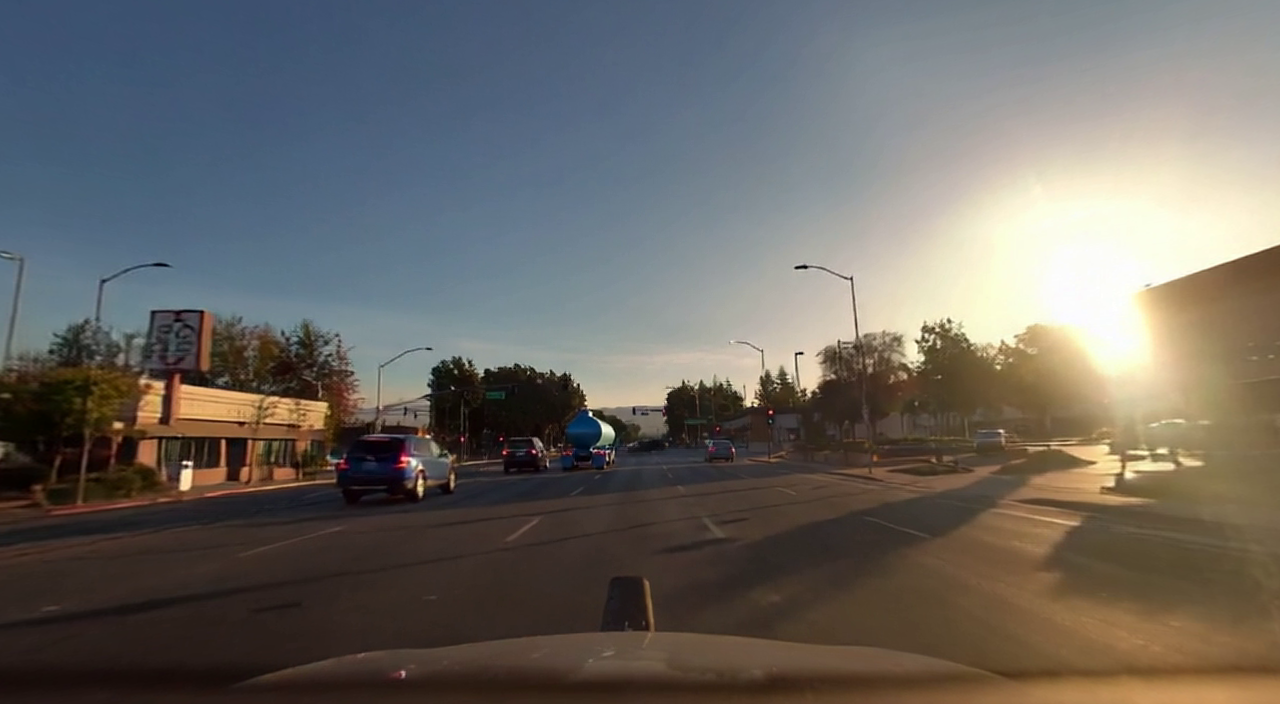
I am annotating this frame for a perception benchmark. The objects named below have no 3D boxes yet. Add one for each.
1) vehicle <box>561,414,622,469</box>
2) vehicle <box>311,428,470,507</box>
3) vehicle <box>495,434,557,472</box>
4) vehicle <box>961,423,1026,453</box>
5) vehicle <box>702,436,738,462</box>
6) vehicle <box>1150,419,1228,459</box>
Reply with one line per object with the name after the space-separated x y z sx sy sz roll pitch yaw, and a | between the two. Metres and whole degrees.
-2.898 6.079 42.491 2.841 3.004 14.901 0 -8 1 | vehicle
-6.262 2.949 16.562 2.179 1.750 4.621 0 -8 2 | vehicle
-6.336 5.707 35.799 2.375 1.989 5.497 0 -8 1 | vehicle
23.554 5.738 41.863 2.380 1.890 5.620 -8 -11 42 | vehicle
6.196 7.610 49.427 2.093 1.926 4.749 0 -8 -2 | vehicle
23.405 3.696 27.030 1.924 1.467 4.572 -9 -10 35 | vehicle
